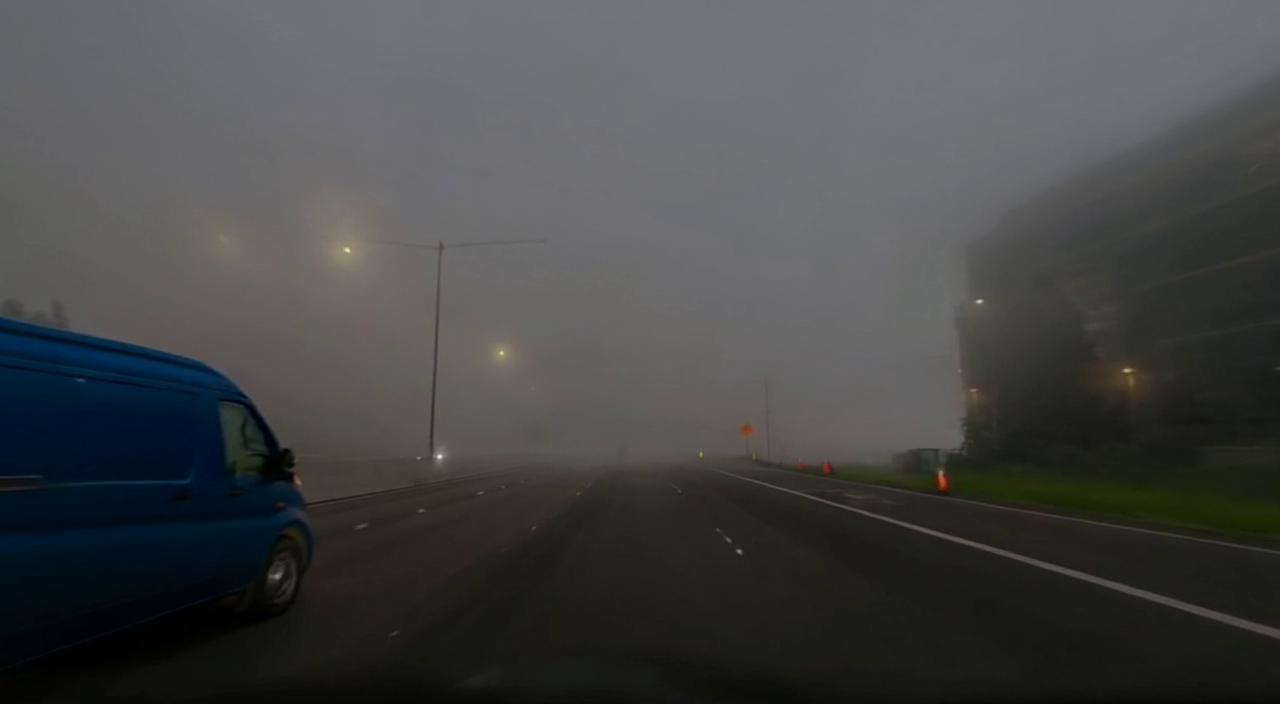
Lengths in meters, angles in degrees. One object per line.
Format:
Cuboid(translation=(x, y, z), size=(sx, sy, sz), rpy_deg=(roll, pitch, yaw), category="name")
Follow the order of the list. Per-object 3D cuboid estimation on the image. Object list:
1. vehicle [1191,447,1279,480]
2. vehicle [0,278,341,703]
Cuboid(translation=(29.901, 5.449, 31.007), size=(3.810, 1.500, 1.922), rpy_deg=(0, -8, 0), category="vehicle")
Cuboid(translation=(-3.669, 0.804, 3.279), size=(2.046, 1.982, 4.465), rpy_deg=(0, -9, -1), category="vehicle")
